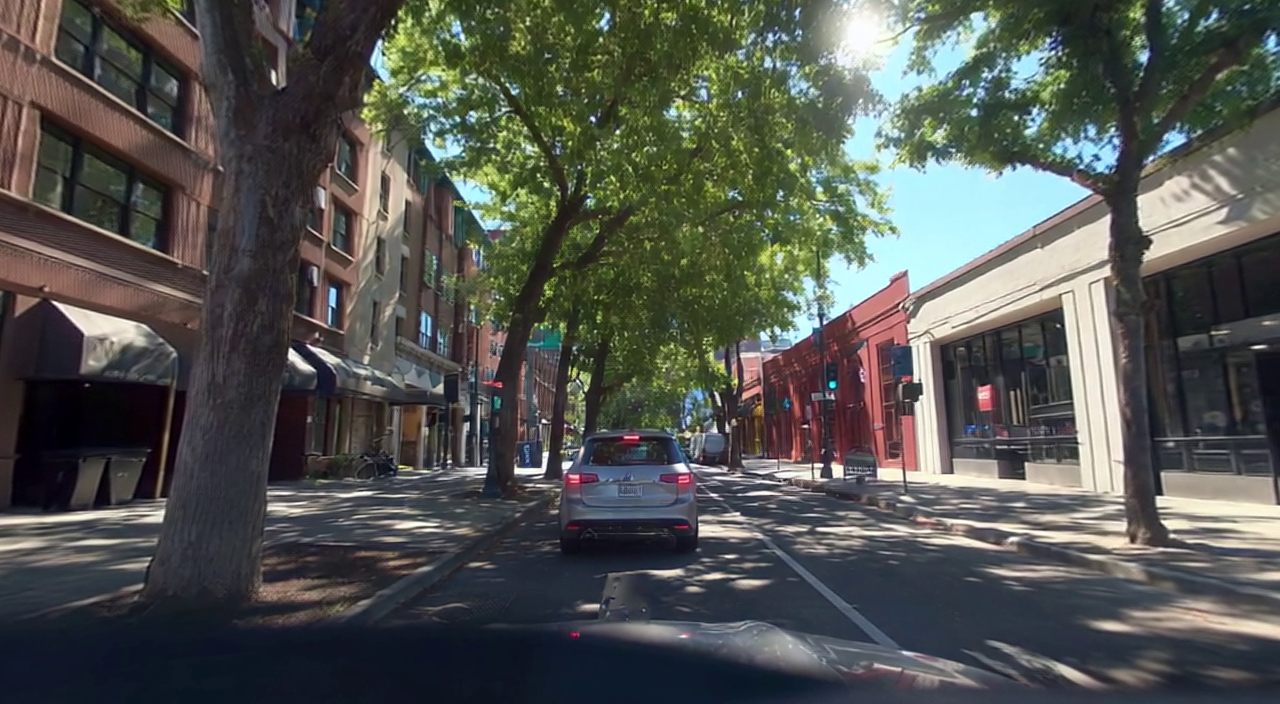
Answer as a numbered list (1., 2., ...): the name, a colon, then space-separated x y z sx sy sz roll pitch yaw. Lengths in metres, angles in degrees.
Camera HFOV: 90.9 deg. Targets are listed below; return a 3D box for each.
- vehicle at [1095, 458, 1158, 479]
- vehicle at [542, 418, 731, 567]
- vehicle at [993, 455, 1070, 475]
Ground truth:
1. vehicle: 36.856 8.819 47.805 3.445 1.363 1.608 2 -8 -1
2. vehicle: -0.082 1.844 8.976 2.079 1.621 3.861 0 -8 -1
3. vehicle: 29.747 8.571 47.920 4.668 1.441 1.904 1 -9 -6
